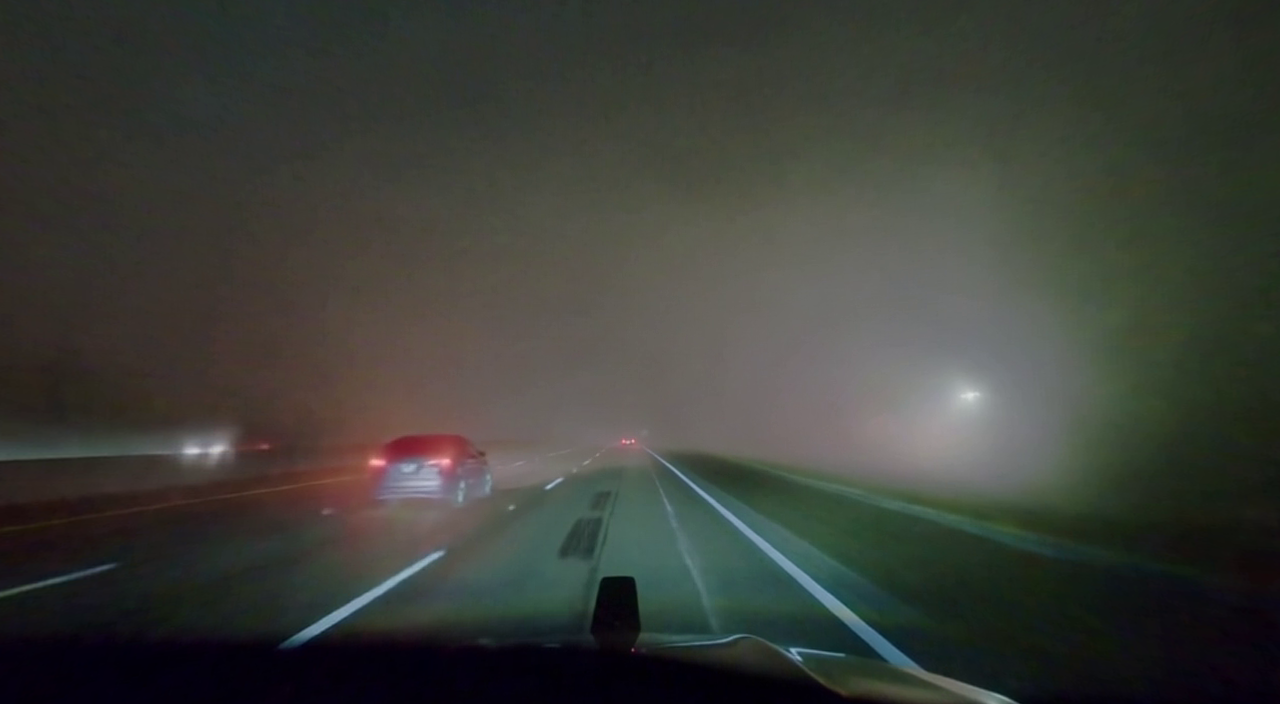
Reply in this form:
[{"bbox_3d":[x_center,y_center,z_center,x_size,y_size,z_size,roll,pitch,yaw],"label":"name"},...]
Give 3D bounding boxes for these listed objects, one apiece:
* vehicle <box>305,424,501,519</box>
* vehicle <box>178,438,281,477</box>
[{"bbox_3d":[-4.551,2.356,13.112,2.129,1.588,4.980,0,-8,0],"label":"vehicle"},{"bbox_3d":[-16.652,4.249,25.726,1.710,1.445,3.666,0,-8,-1],"label":"vehicle"}]
